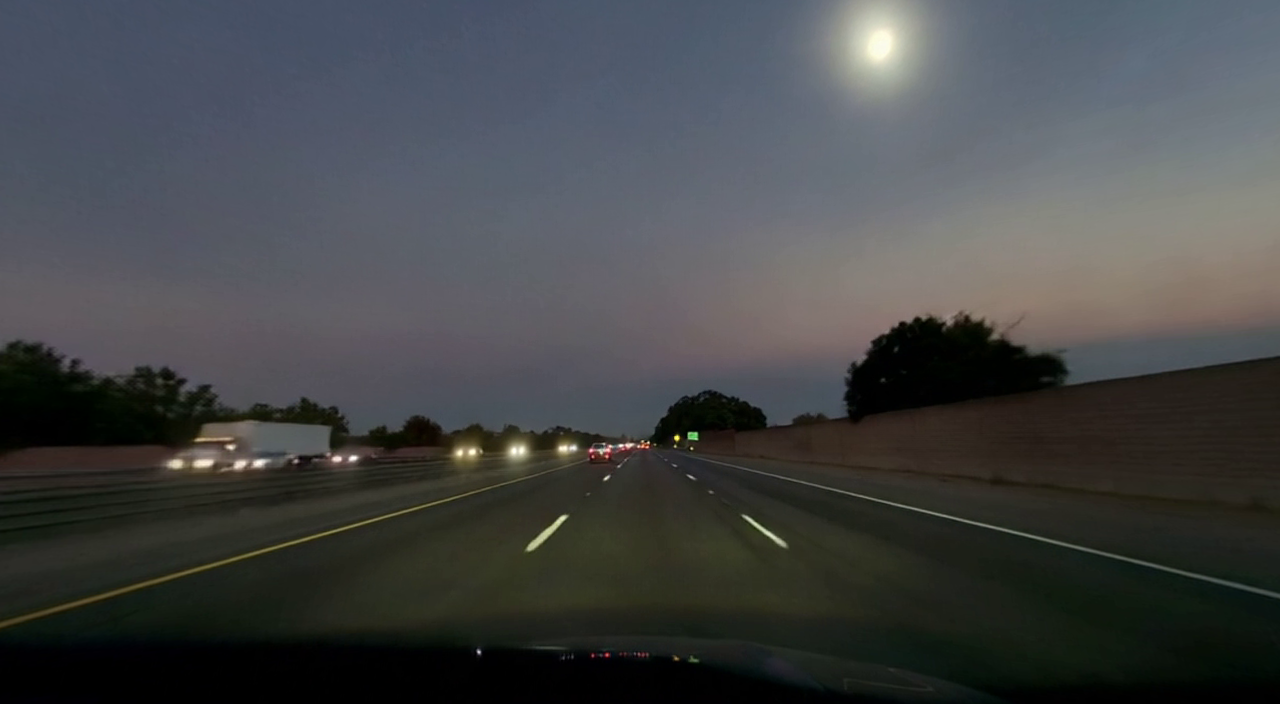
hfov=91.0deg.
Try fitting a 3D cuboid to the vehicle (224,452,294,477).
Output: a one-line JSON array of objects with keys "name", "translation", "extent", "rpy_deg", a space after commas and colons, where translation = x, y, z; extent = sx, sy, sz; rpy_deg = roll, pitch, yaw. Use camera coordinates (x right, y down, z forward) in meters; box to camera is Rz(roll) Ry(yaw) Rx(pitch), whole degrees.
[{"name": "vehicle", "translation": [-24.473, 7.188, 40.617], "extent": [1.791, 1.476, 4.286], "rpy_deg": [0, -9, 1]}]
